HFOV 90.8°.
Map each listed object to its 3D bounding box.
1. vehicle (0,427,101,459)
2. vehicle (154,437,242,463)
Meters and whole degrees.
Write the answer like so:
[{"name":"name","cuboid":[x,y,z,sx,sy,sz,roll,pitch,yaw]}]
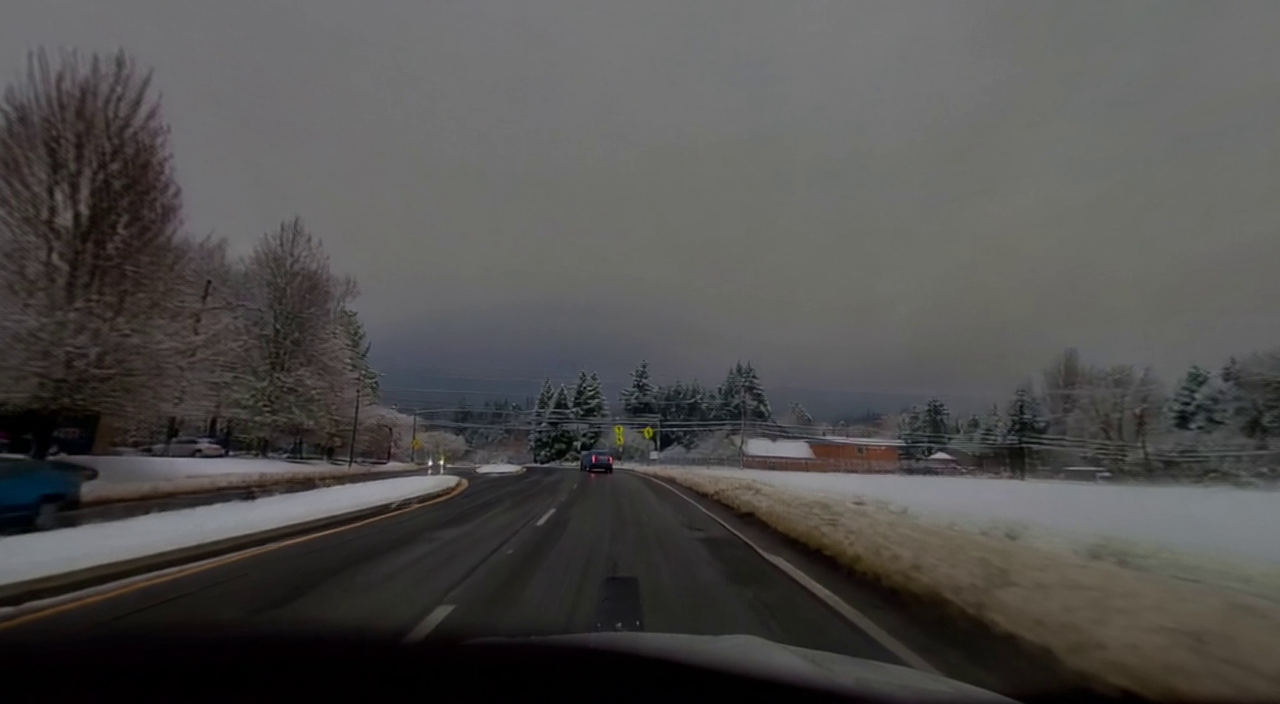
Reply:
[{"name":"vehicle","cuboid":[-33.237,5.128,35.393,4.506,1.654,2.239,-3,-9,13]},{"name":"vehicle","cuboid":[-30.452,6.729,43.527,4.816,1.696,2.323,-3,-9,16]}]
